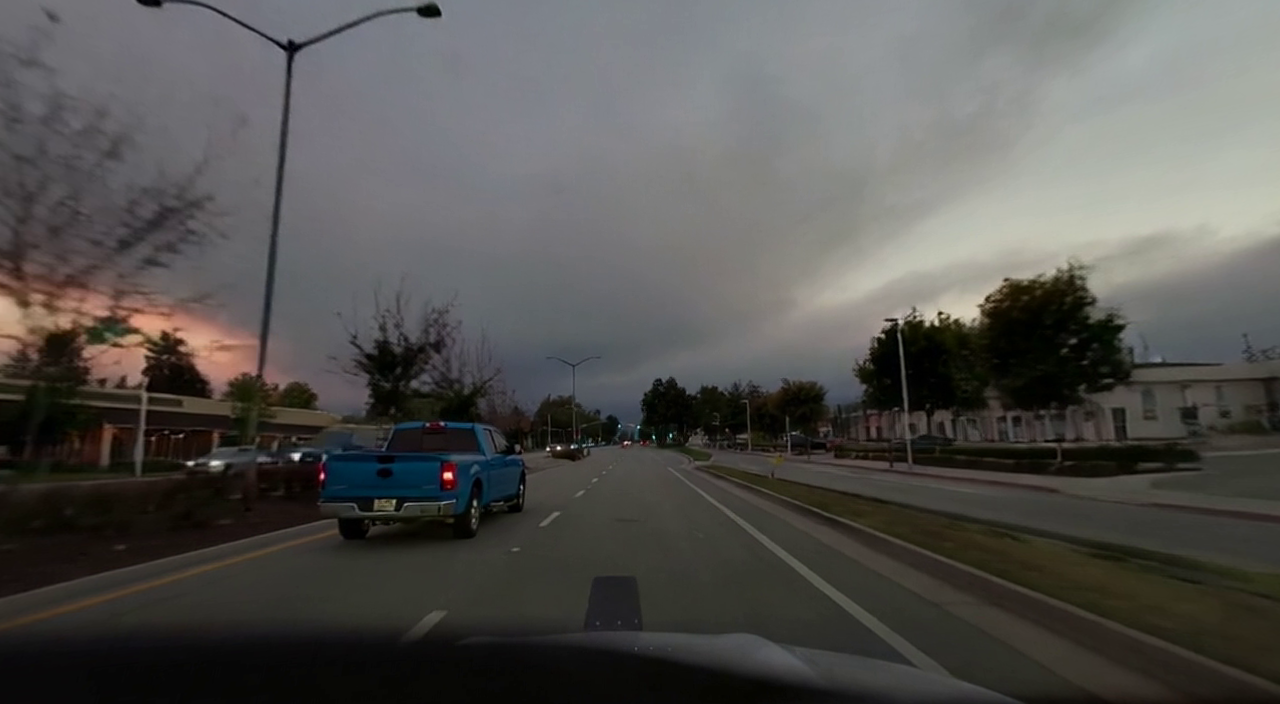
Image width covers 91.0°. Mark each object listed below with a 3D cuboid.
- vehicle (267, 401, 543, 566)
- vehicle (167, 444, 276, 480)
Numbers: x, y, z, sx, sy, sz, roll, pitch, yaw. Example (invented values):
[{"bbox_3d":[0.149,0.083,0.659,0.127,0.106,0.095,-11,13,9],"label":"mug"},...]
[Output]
[{"bbox_3d":[-3.000,1.838,9.666,2.065,1.790,5.417,0,-8,1],"label":"vehicle"},{"bbox_3d":[-21.404,5.621,32.522,2.224,1.668,5.022,-2,-9,0],"label":"vehicle"}]
